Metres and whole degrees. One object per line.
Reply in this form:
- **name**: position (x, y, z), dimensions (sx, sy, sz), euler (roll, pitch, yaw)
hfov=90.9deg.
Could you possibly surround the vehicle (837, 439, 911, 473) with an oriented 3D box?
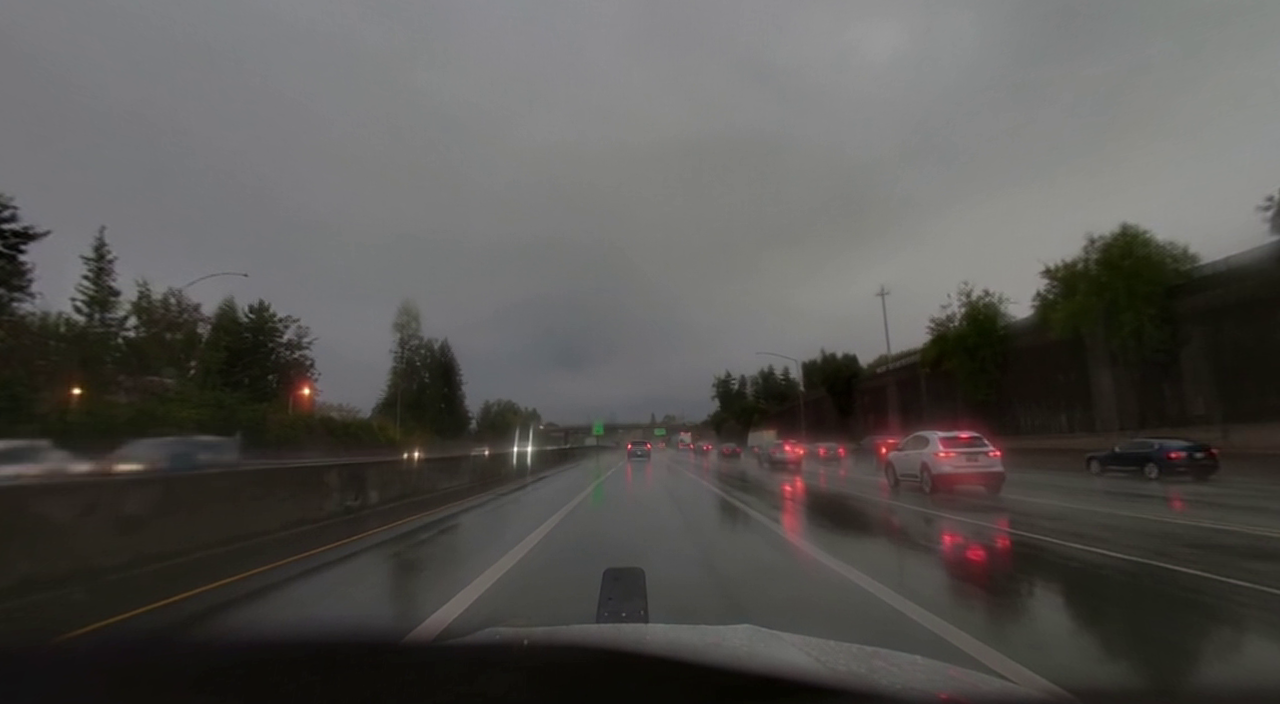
- **vehicle**: position (10.885, 4.859, 29.659), dimensions (1.845, 1.456, 4.240), euler (0, -8, 0)

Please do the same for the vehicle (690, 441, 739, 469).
- **vehicle**: position (4.033, 5.615, 34.662), dimensions (2.118, 1.438, 4.312), euler (0, -8, -1)

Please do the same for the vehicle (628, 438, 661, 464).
- **vehicle**: position (0.286, 6.595, 42.284), dimensions (2.124, 1.639, 4.122), euler (0, -8, 0)

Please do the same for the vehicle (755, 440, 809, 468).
- **vehicle**: position (7.792, 5.618, 34.955), dimensions (1.919, 1.476, 4.303), euler (0, -8, -1)

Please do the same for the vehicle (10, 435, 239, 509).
- **vehicle**: position (-13.939, 3.244, 17.633), dimensions (2.057, 1.734, 5.135), euler (0, -8, 0)

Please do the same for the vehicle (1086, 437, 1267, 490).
- **vehicle**: position (16.697, 3.464, 20.020), dimensions (1.908, 1.468, 4.457), euler (0, -8, 2)

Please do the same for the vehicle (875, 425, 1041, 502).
- **vehicle**: position (7.892, 2.797, 16.206), dimensions (1.986, 1.703, 4.226), euler (0, -8, -1)
